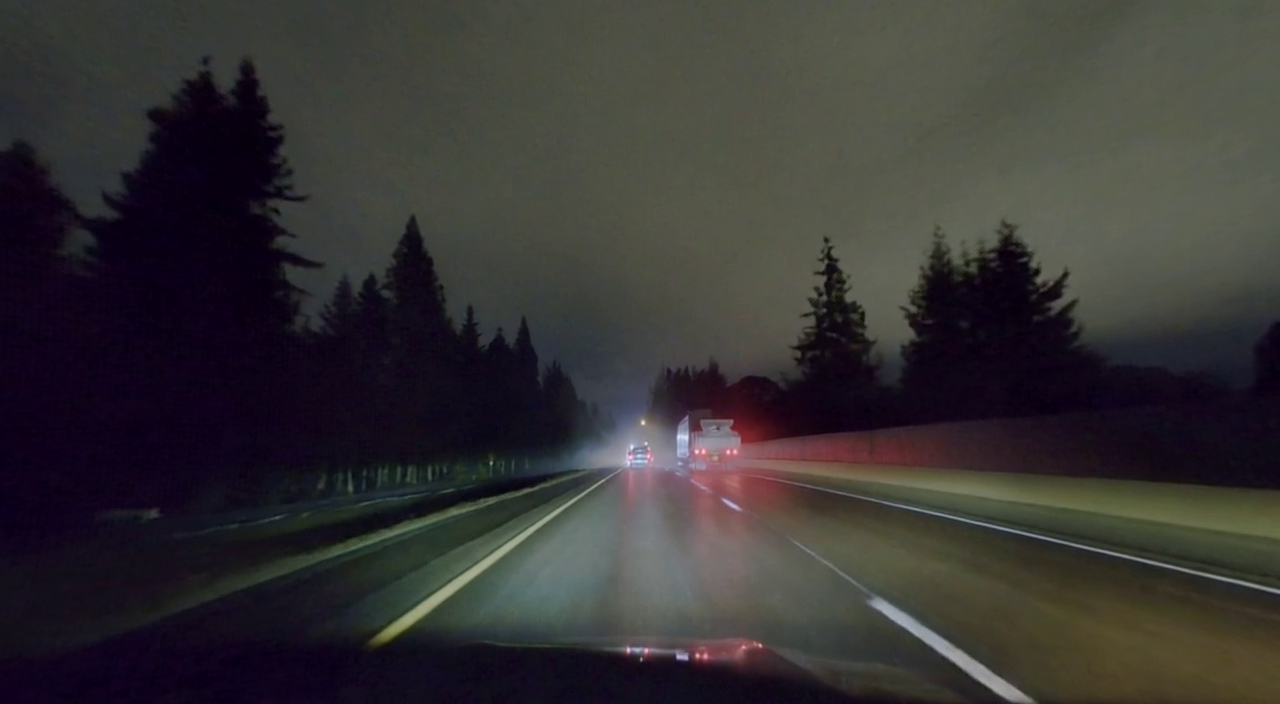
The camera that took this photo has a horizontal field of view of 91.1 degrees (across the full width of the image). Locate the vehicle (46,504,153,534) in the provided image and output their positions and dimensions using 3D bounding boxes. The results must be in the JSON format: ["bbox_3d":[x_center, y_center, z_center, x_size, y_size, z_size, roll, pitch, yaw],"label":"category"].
[{"bbox_3d":[-35.275,10.895,41.024,5.050,1.668,2.065,0,-8,1],"label":"vehicle"}]

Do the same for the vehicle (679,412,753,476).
[{"bbox_3d":[4.061,5.208,35.509,3.015,3.211,7.982,0,-8,-1],"label":"vehicle"}]

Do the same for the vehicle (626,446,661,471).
[{"bbox_3d":[0.257,6.925,41.117,2.170,1.544,4.373,0,-8,1],"label":"vehicle"}]
